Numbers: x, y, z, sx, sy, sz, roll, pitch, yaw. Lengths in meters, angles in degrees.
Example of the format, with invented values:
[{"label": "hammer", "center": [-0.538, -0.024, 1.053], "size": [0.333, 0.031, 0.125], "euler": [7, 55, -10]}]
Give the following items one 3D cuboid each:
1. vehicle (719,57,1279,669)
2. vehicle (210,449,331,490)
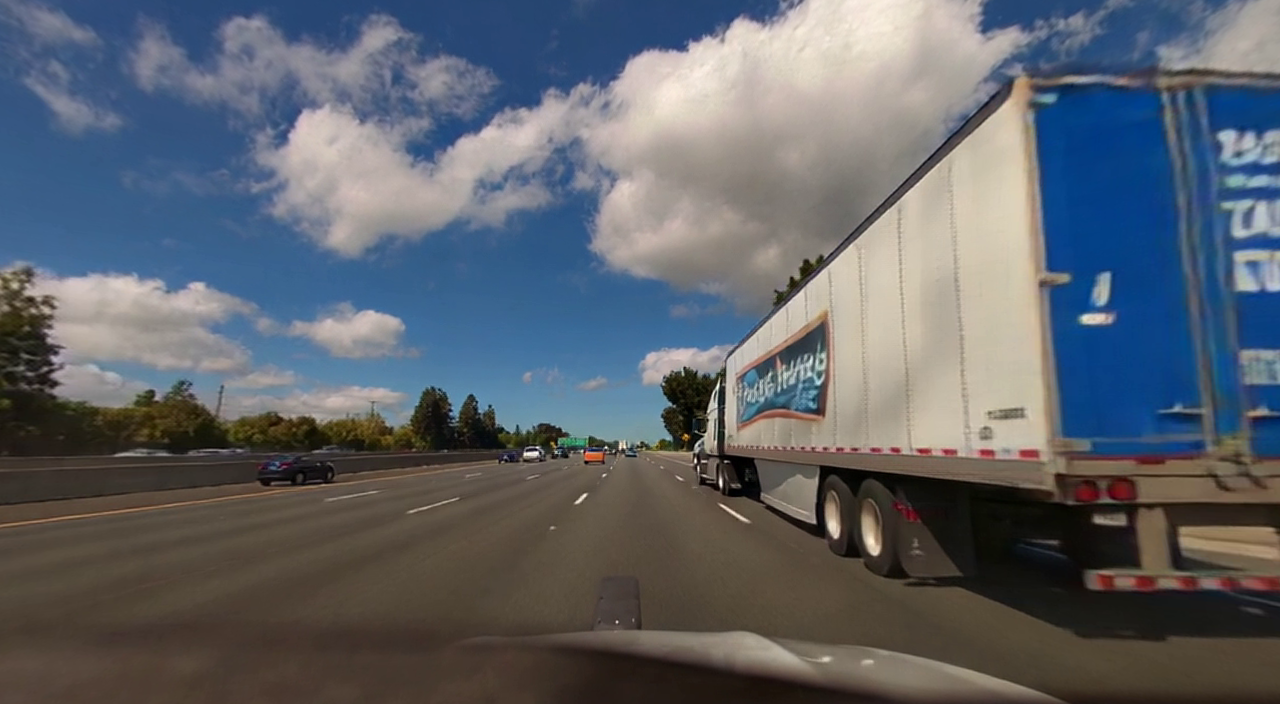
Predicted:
[{"label": "vehicle", "center": [4.201, 1.112, 11.904], "size": [3.140, 4.100, 15.551], "euler": [0, -9, -1]}, {"label": "vehicle", "center": [-14.635, 4.654, 25.407], "size": [1.982, 1.471, 4.747], "euler": [0, -9, 0]}]
